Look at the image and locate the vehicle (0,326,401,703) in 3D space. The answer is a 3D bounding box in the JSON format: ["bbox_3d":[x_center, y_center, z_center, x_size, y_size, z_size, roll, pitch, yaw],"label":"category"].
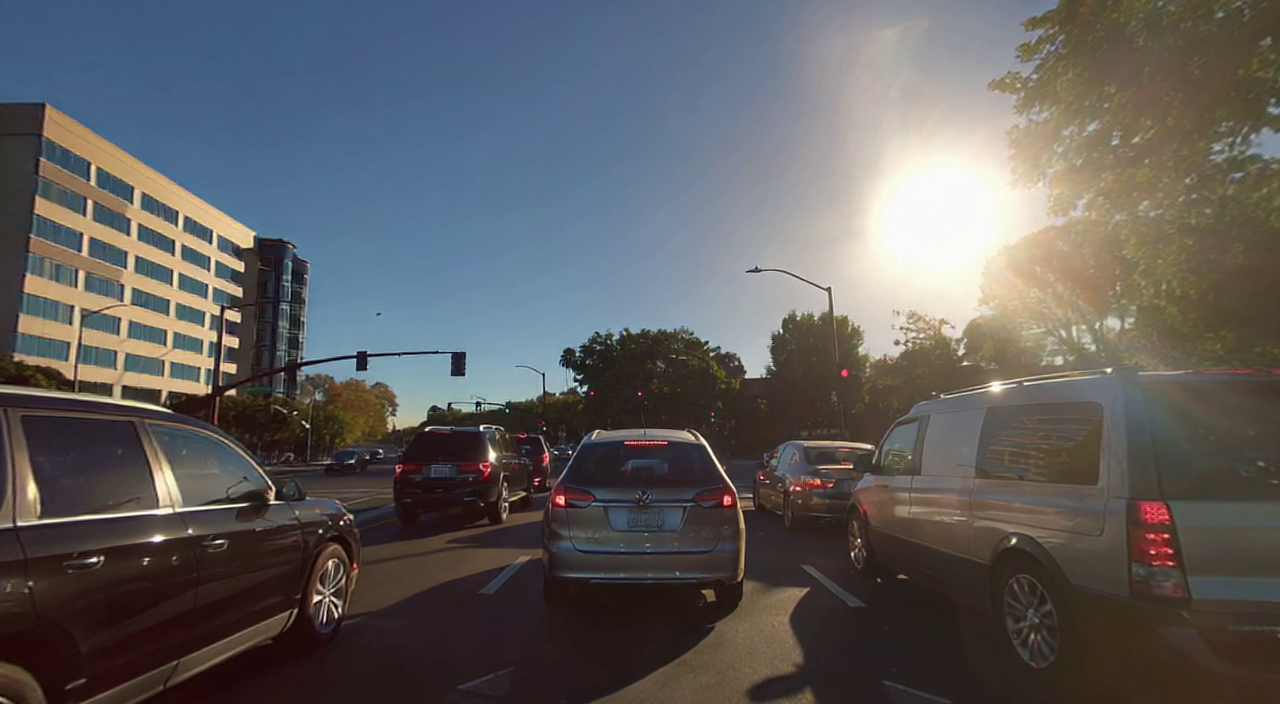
[{"bbox_3d":[-3.115,0.959,3.296,1.982,1.721,4.261,0,-8,1],"label":"vehicle"}]

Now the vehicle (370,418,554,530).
[{"bbox_3d":[-3.175,2.301,12.462,2.117,1.772,4.619,0,-8,2],"label":"vehicle"}]

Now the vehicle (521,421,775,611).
[{"bbox_3d":[0.030,1.600,7.061,2.021,1.490,3.948,0,-8,-1],"label":"vehicle"}]

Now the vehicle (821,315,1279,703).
[{"bbox_3d":[3.221,1.108,4.763,2.141,1.833,4.704,0,-8,-2],"label":"vehicle"}]
